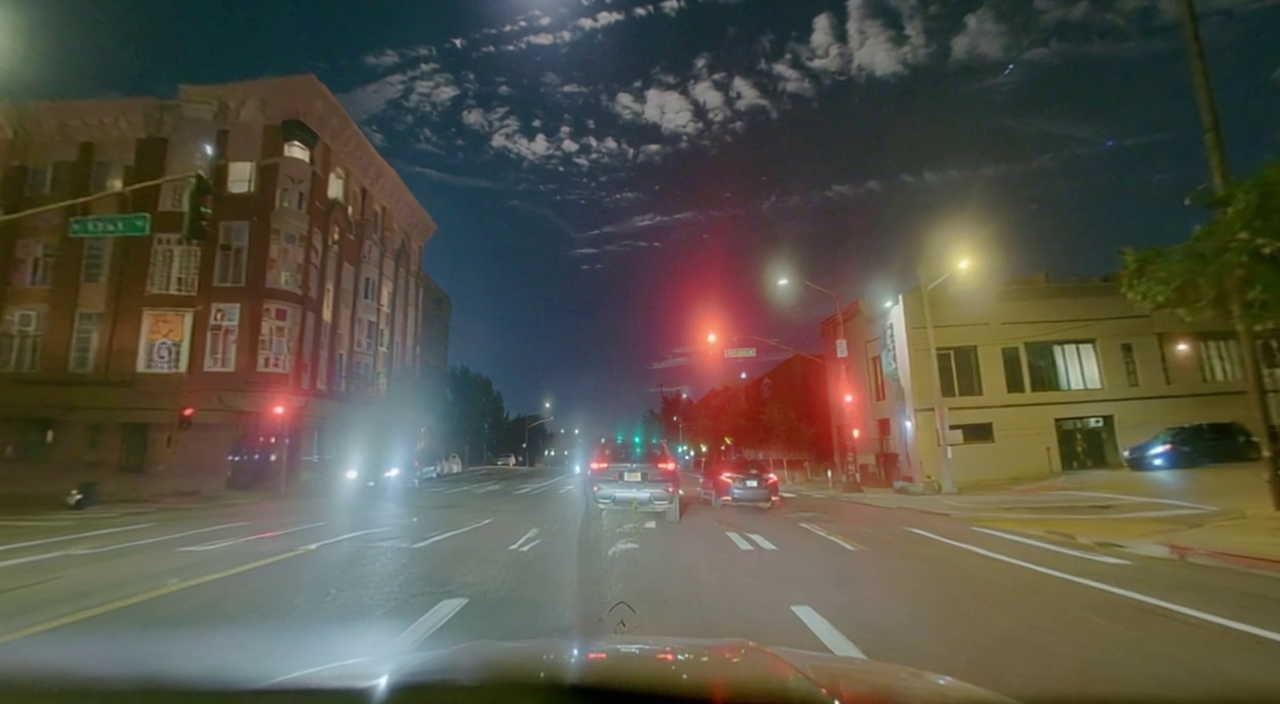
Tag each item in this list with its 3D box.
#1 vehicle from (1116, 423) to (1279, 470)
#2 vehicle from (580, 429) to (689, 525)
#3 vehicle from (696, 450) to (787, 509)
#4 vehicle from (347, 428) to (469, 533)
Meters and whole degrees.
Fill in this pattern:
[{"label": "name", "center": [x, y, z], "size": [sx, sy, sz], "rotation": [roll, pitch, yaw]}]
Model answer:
[{"label": "vehicle", "center": [20.936, 3.551, 23.819], "size": [4.355, 1.663, 1.948], "rotation": [0, -9, 0]}, {"label": "vehicle", "center": [-0.164, 2.761, 14.552], "size": [2.105, 1.842, 4.537], "rotation": [0, -8, -2]}, {"label": "vehicle", "center": [2.798, 3.615, 18.355], "size": [1.852, 1.462, 4.155], "rotation": [0, -8, -1]}, {"label": "vehicle", "center": [-5.043, 2.585, 13.369], "size": [1.855, 1.812, 4.244], "rotation": [4, -9, -26]}]
